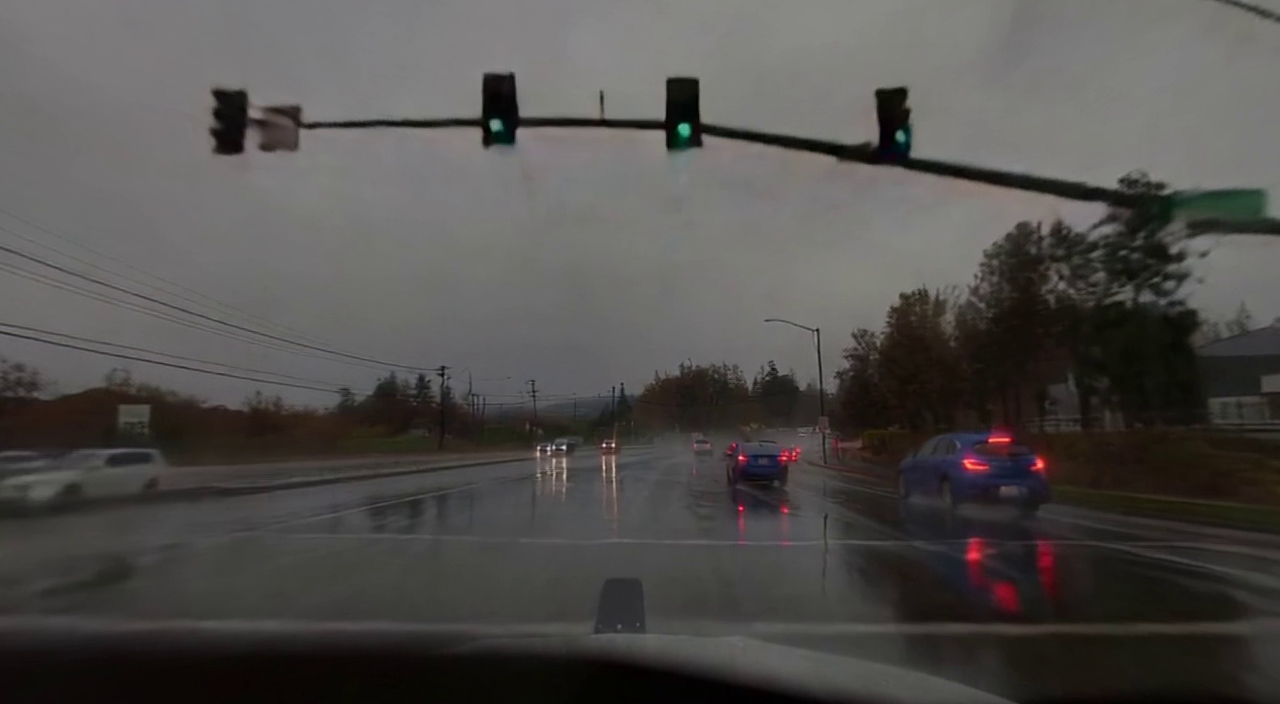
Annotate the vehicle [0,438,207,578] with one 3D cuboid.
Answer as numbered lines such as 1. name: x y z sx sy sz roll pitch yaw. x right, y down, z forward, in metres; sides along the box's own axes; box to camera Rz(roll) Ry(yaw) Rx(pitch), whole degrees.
1. vehicle: -8.790 2.059 8.743 1.933 1.502 4.946 7 -8 1

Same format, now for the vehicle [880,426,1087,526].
1. vehicle: 7.112 2.589 13.765 2.029 1.795 4.371 0 -9 0

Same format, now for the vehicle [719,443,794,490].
1. vehicle: 4.026 4.014 22.533 2.035 1.460 4.392 -1 -9 3
